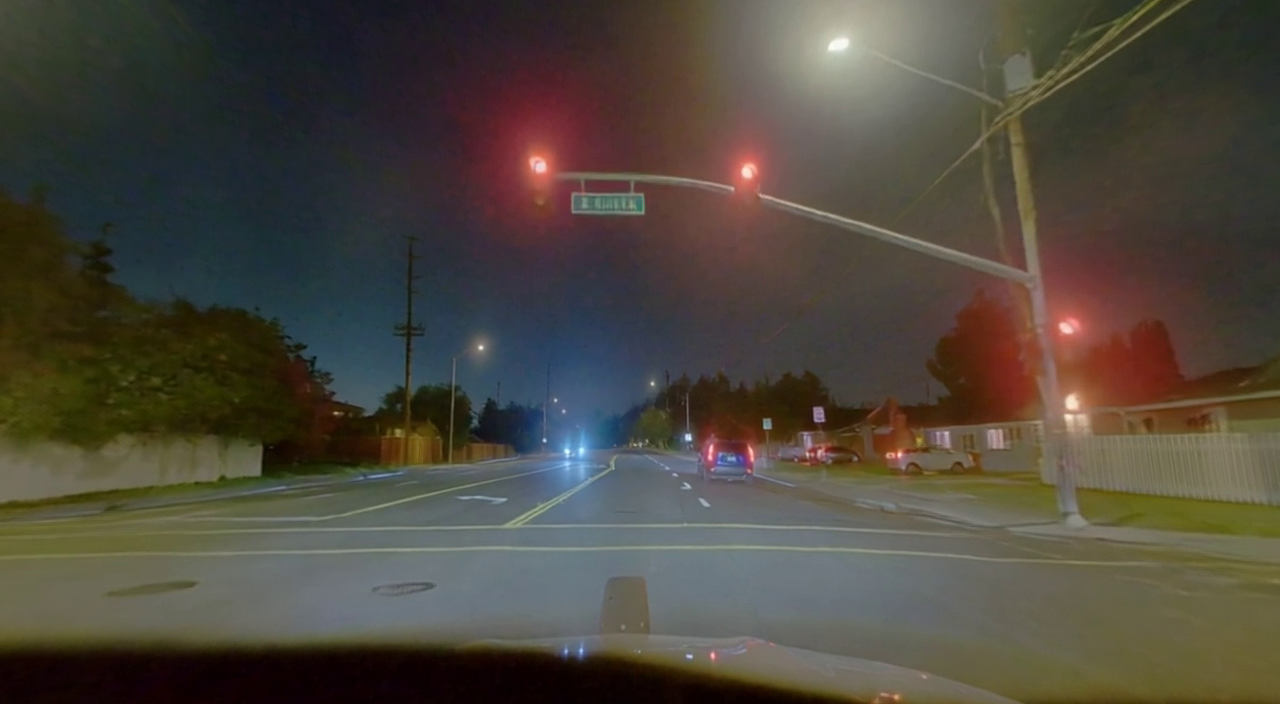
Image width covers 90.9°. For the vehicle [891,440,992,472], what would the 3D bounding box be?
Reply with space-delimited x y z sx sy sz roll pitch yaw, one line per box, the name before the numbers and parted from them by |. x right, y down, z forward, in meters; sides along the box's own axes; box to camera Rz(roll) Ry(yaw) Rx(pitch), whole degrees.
vehicle | 15.411 5.326 32.370 4.135 1.558 1.929 0 -8 1

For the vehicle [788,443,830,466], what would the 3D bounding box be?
vehicle | 12.485 7.566 46.796 1.970 1.561 4.725 -1 -9 3

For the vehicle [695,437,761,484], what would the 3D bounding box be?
vehicle | 3.761 4.737 27.794 2.144 1.843 4.827 0 -9 -1

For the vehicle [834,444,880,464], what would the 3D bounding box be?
vehicle | 16.219 7.616 47.288 1.747 1.405 4.372 0 -8 -2
